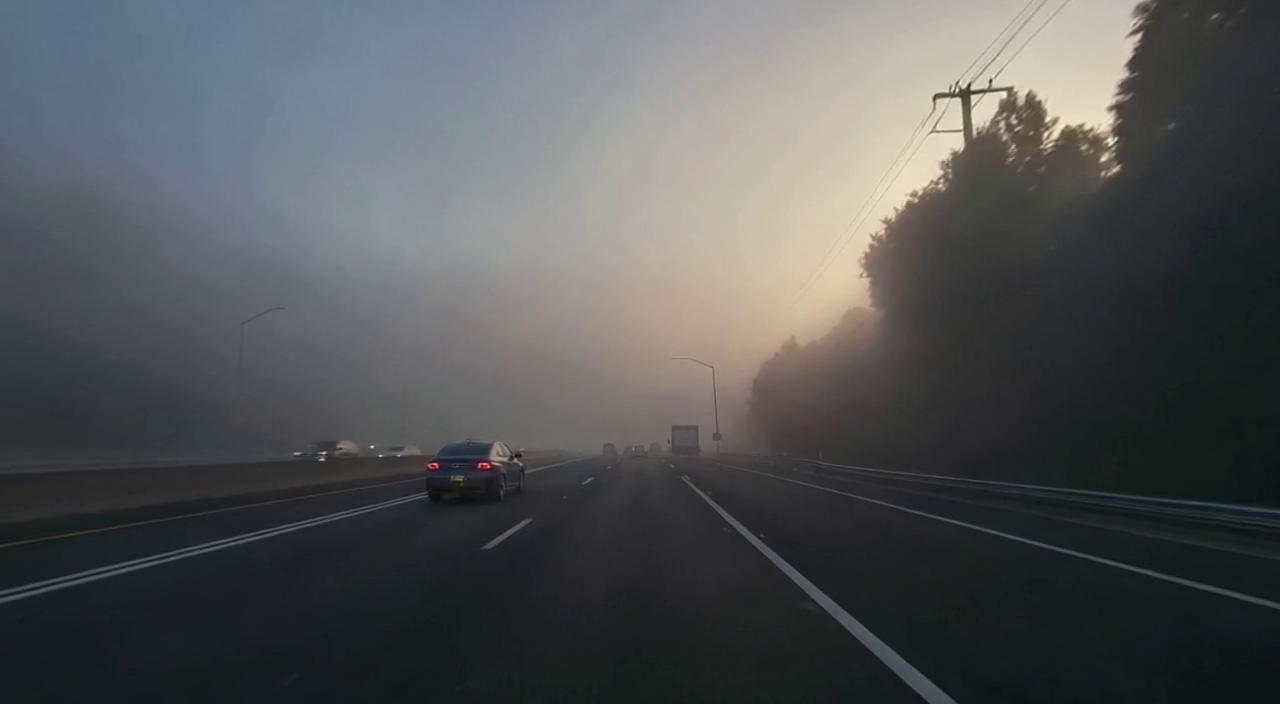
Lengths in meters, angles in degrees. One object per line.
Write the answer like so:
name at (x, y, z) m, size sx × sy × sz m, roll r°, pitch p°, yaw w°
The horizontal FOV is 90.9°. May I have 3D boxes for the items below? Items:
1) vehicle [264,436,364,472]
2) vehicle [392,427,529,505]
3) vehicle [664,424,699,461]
vehicle at (-15.701, 4.942, 30.710) m, size 2.226 × 1.582 × 4.795 m, roll 0°, pitch -8°, yaw 1°
vehicle at (-4.204, 2.751, 15.642) m, size 2.064 × 1.642 × 4.389 m, roll 0°, pitch -8°, yaw 1°
vehicle at (3.155, 7.097, 49.197) m, size 2.352 × 2.698 × 5.688 m, roll 0°, pitch -8°, yaw 0°
